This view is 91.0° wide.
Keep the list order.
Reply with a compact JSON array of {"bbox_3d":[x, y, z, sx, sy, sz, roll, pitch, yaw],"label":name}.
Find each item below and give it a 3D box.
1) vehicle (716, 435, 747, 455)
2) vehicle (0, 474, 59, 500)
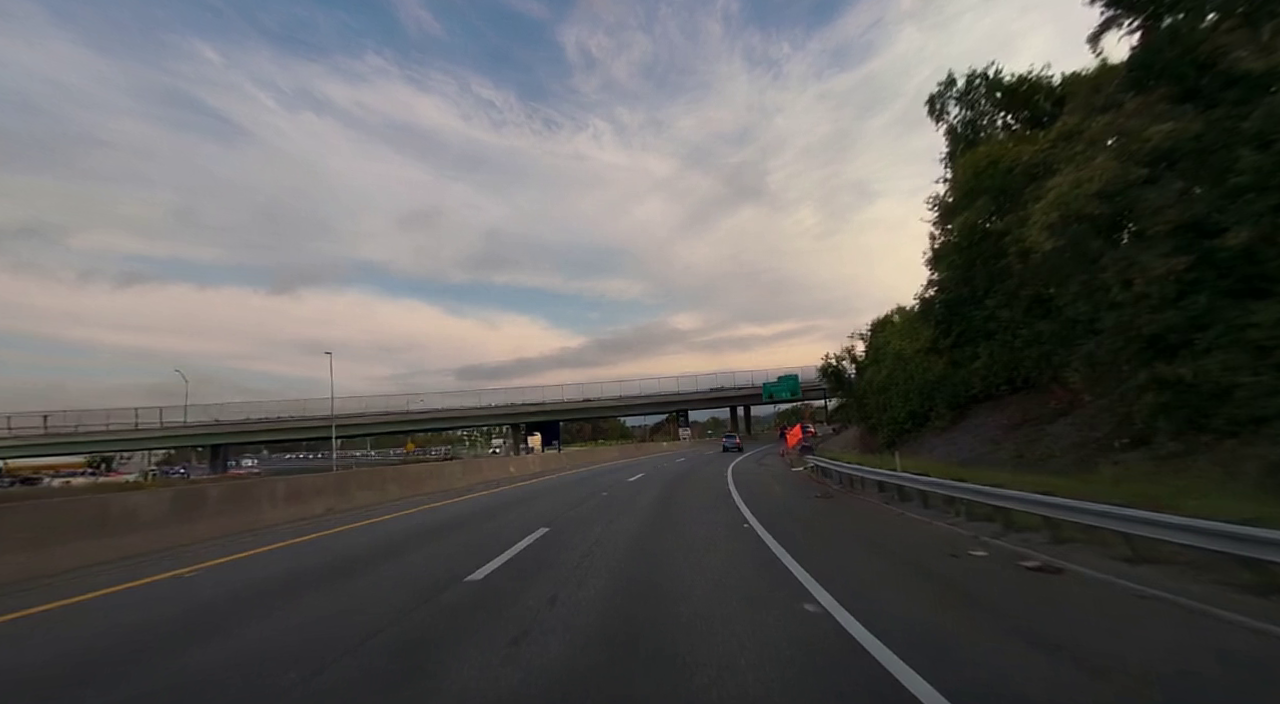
[{"bbox_3d":[7.262,7.343,49.815,1.985,1.511,4.012,-2,-9,14],"label":"vehicle"},{"bbox_3d":[-48.209,10.512,49.227,1.913,1.691,4.696,2,-9,-13],"label":"vehicle"}]
